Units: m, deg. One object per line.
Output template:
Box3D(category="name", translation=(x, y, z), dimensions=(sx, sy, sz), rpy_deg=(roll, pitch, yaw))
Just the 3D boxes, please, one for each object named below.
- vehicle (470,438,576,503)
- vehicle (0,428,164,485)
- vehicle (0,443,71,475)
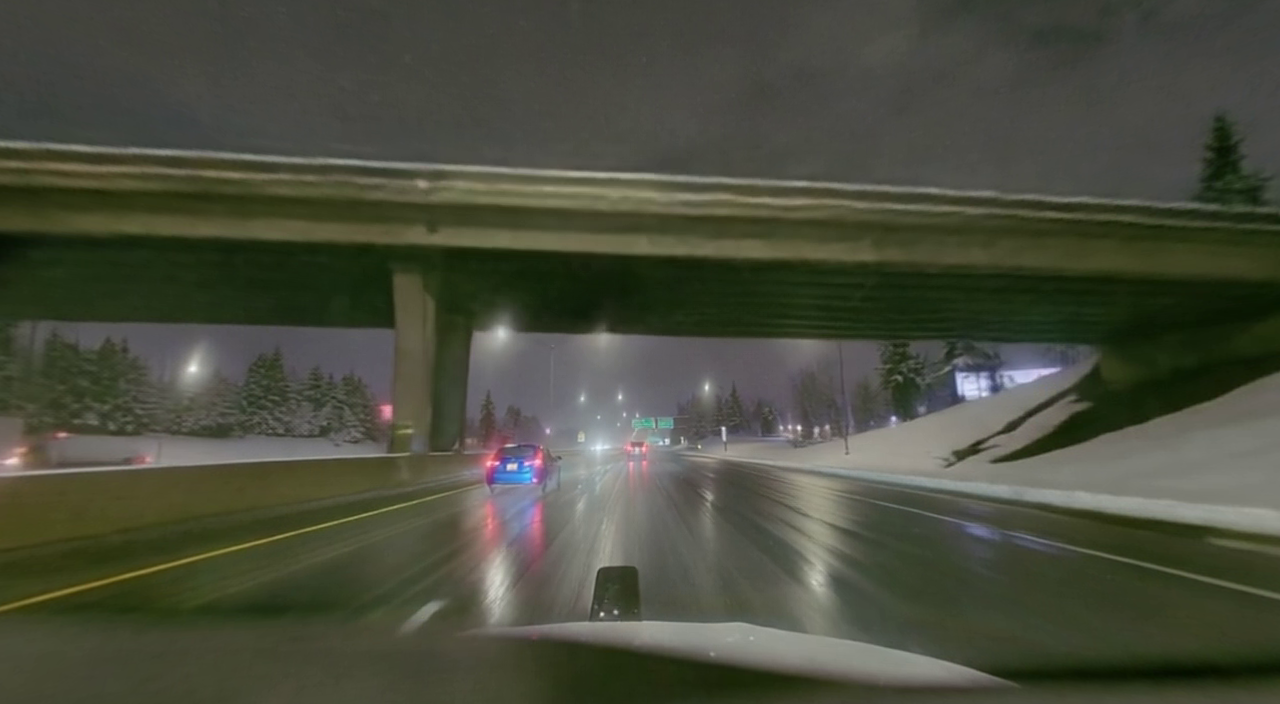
Box3D(category="vehicle", translation=(-3.063, 3.217, 17.623), dimensions=(2.029, 1.557, 4.570), rpy_deg=(0, -9, 1))
Box3D(category="vehicle", translation=(-41.130, 7.165, 44.387), dimensions=(2.840, 3.485, 16.876), rpy_deg=(1, -8, -2))
Box3D(category="vehicle", translation=(-40.967, 7.197, 42.761), dimensions=(1.726, 2.078, 3.285), rpy_deg=(1, -9, 0))
